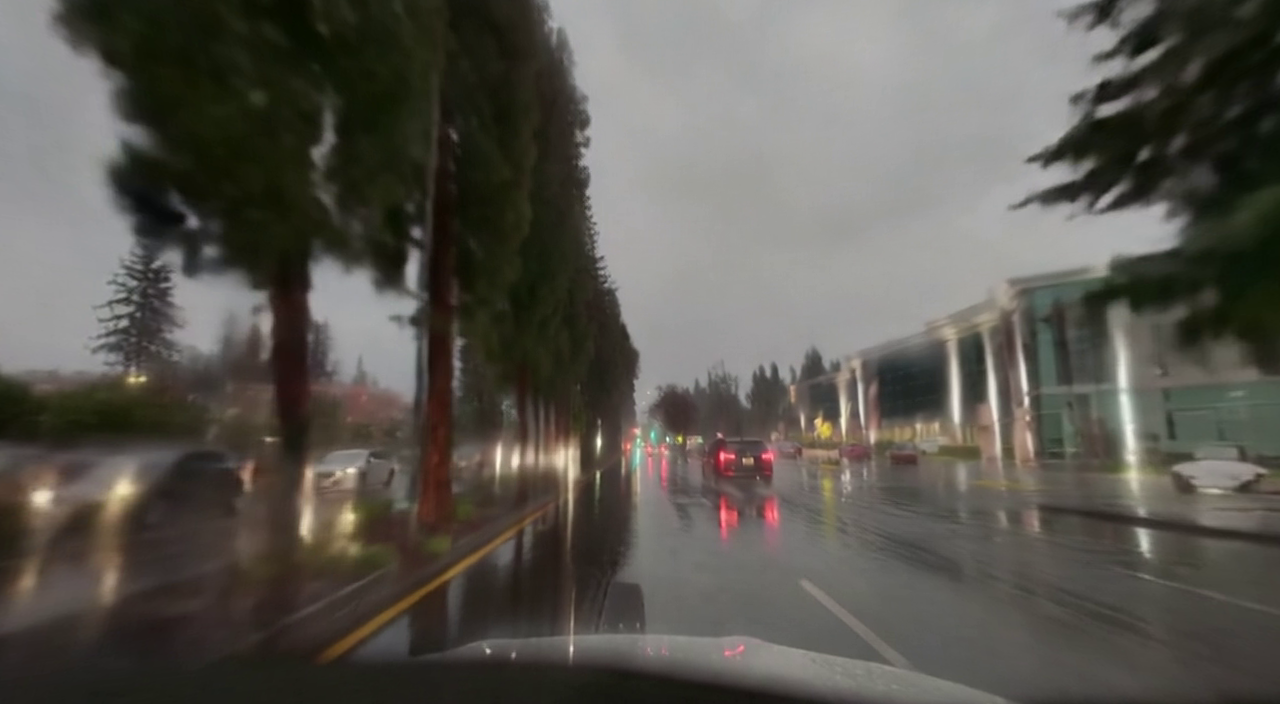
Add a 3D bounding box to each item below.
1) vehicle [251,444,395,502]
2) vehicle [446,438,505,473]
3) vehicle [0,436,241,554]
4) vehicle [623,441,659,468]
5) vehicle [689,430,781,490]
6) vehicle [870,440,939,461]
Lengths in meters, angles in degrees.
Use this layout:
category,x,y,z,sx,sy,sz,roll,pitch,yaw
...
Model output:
category,x,y,z,sx,sy,sz,roll,pitch,yaw
vehicle,-9.051,3.465,18.539,1.938,1.464,4.340,0,-9,0
vehicle,-9.475,6.000,36.842,2.165,1.863,4.880,0,-9,0
vehicle,-8.866,2.176,10.318,1.864,1.500,4.294,0,-9,0
vehicle,0.022,6.539,40.433,2.145,1.572,4.021,0,-9,-1
vehicle,3.068,3.665,21.668,2.235,1.806,4.818,0,-9,-2
vehicle,20.574,7.684,49.216,4.475,1.592,1.841,0,-9,-1
